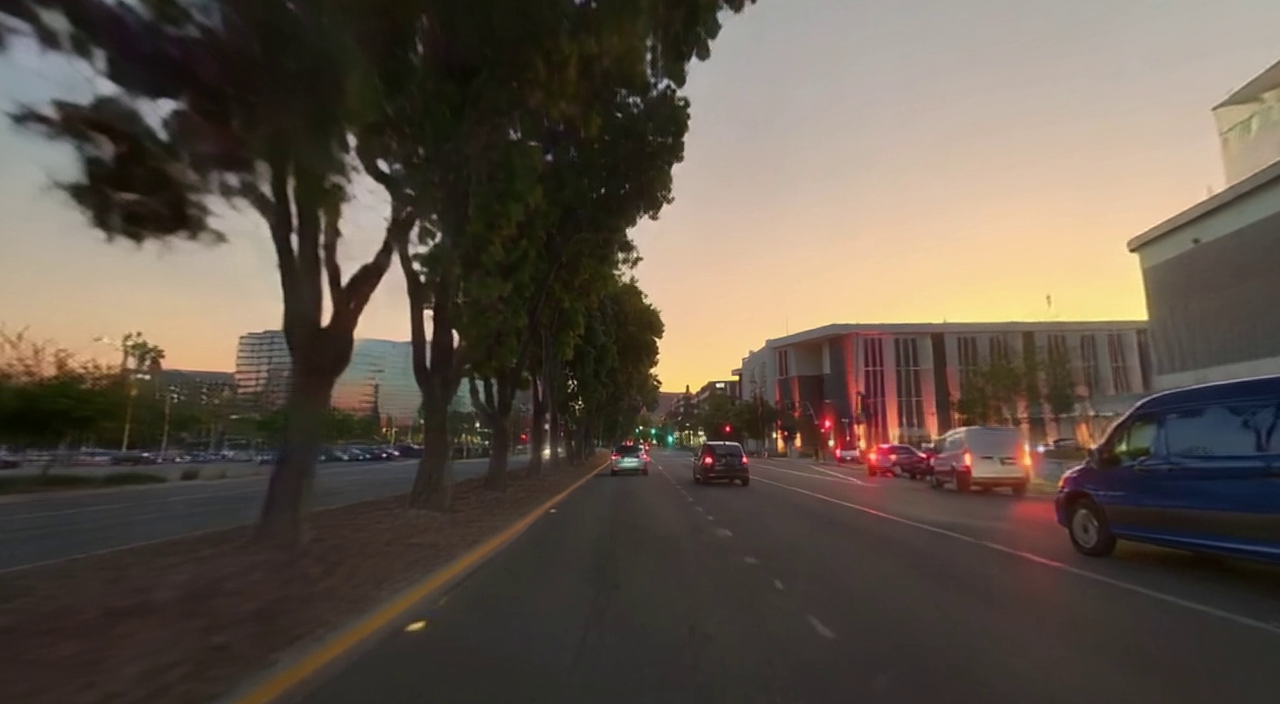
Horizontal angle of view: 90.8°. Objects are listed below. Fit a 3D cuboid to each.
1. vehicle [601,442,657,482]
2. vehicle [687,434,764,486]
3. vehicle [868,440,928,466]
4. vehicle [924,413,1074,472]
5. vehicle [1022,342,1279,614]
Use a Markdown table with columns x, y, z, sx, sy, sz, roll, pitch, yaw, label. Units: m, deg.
| x | y | z | sx | sy | sz | roll | pitch | yaw | label |
| --- | --- | --- | --- | --- | --- | --- | --- | --- | --- |
| -0.434 | 4.407 | 25.664 | 2.095 | 1.456 | 3.873 | 0 | -8 | -1 | vehicle |
| 3.013 | 3.910 | 23.235 | 2.047 | 1.711 | 4.265 | 0 | -8 | -2 | vehicle |
| 17.106 | 6.727 | 42.099 | 2.065 | 1.603 | 4.264 | 0 | -8 | -2 | vehicle |
| 17.667 | 4.489 | 31.362 | 5.907 | 2.777 | 2.431 | 0 | -8 | -2 | vehicle |
| 6.346 | 1.056 | 5.419 | 2.573 | 2.127 | 5.568 | 0 | -8 | -1 | vehicle |
